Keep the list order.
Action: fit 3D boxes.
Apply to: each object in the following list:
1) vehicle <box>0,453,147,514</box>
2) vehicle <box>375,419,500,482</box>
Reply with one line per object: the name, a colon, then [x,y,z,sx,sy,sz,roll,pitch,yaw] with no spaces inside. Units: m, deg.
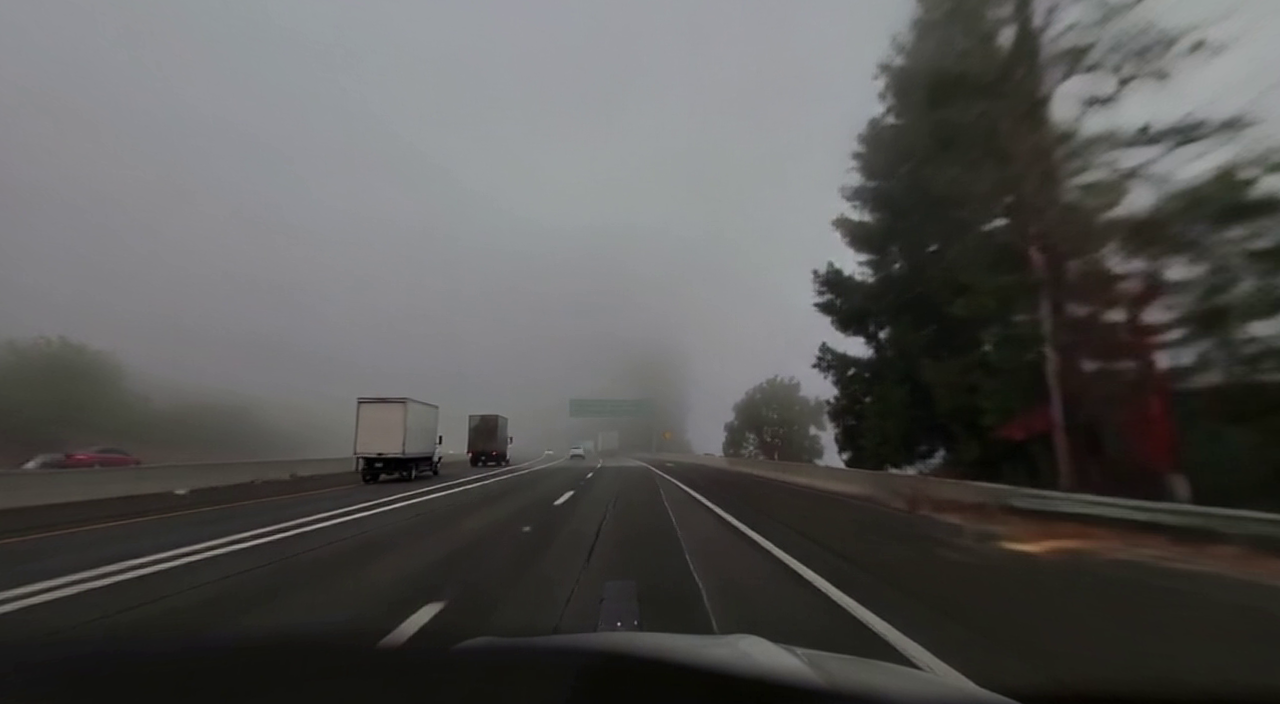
vehicle: [-16.866,3.681,18.201,1.842,1.452,4.612,0,-8,-3]
vehicle: [-10.205,5.273,34.246,3.270,2.674,14.547,1,-9,-5]
